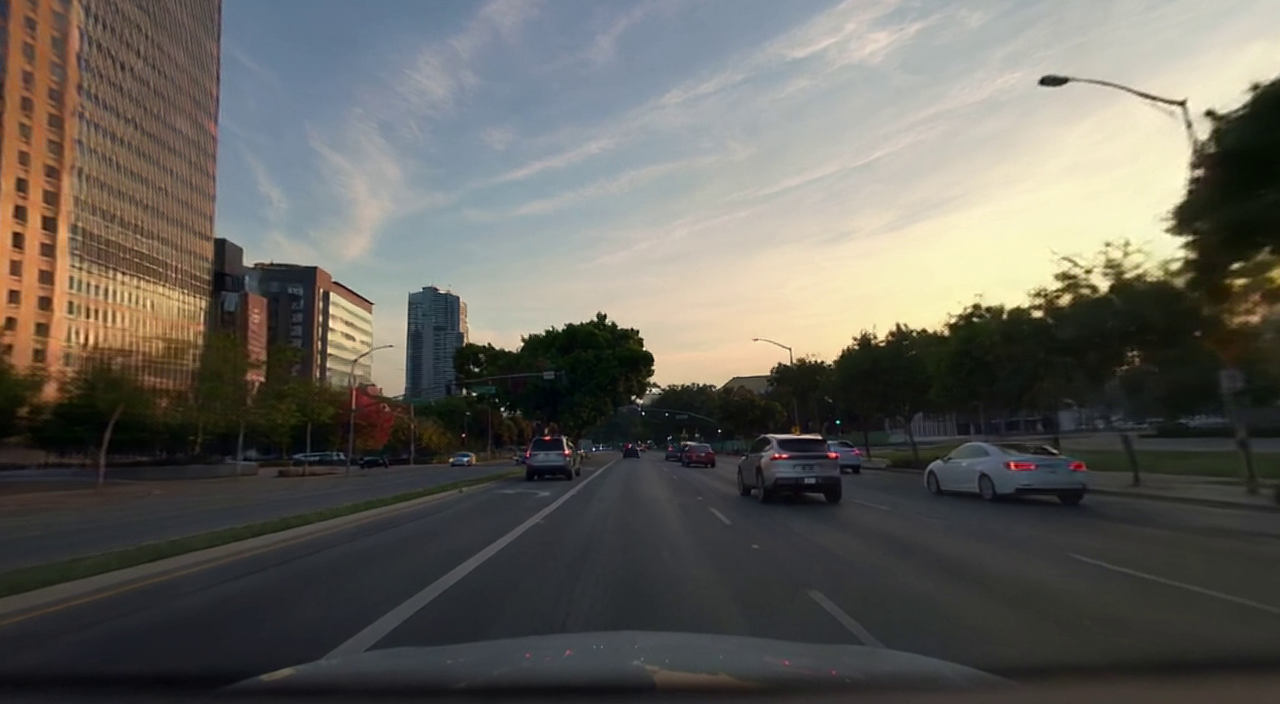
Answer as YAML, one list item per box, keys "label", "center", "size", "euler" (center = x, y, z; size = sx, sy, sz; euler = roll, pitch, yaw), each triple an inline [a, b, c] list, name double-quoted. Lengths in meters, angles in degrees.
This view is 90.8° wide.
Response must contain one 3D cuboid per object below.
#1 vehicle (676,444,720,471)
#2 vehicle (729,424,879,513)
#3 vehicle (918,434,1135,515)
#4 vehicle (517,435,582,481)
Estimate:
- label: "vehicle"
  center: [3.330, 6.147, 37.137]
  size: [2.054, 1.473, 4.511]
  euler: [0, -8, -2]
- label: "vehicle"
  center: [3.603, 2.679, 14.989]
  size: [2.152, 1.742, 4.704]
  euler: [0, -8, -2]
- label: "vehicle"
  center: [8.429, 2.695, 14.461]
  size: [1.944, 1.503, 4.723]
  euler: [0, -8, 0]
- label: "vehicle"
  center: [-3.741, 4.472, 26.883]
  size: [2.155, 1.797, 3.989]
  euler: [-1, -8, 0]
